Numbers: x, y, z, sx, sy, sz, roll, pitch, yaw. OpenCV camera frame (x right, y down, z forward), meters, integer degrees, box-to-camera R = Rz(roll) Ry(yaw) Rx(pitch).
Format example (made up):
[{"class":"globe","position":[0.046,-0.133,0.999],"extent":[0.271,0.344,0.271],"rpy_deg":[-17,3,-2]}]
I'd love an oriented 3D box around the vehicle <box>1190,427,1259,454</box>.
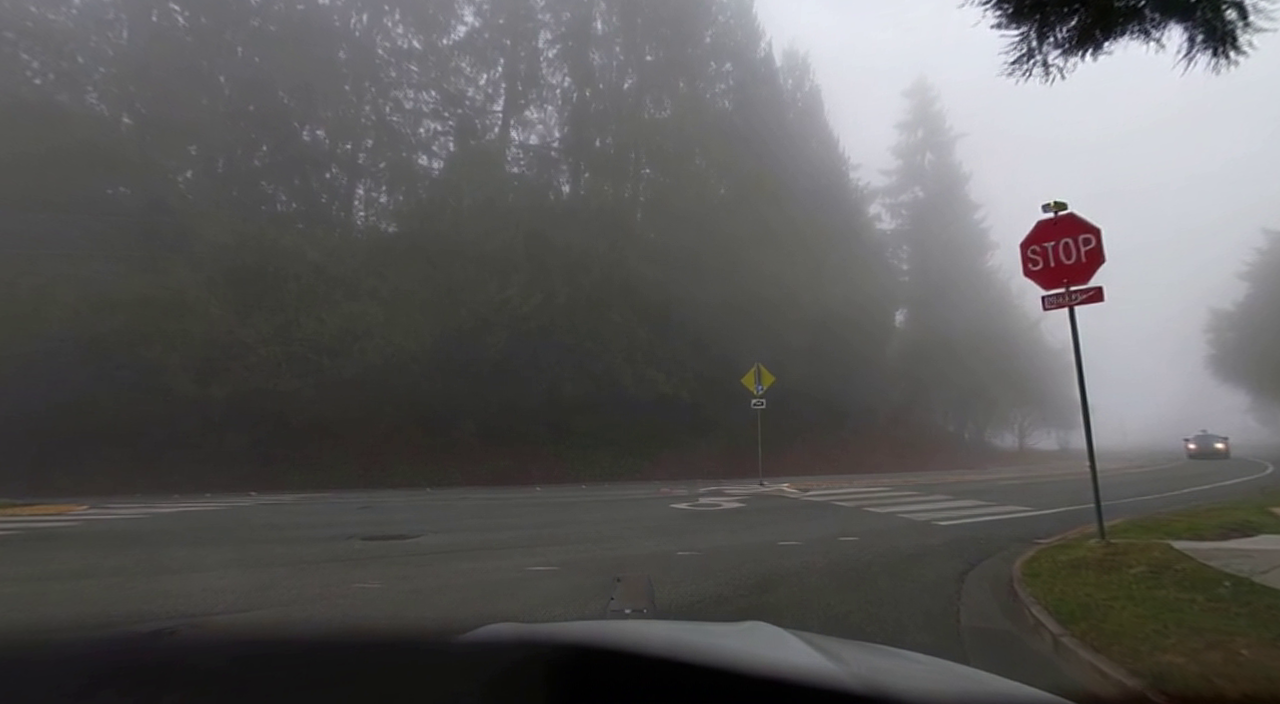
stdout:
[{"class":"vehicle","position":[34.714,5.280,37.387],"extent":[4.473,1.474,2.108],"rpy_deg":[7,-11,-37]}]
